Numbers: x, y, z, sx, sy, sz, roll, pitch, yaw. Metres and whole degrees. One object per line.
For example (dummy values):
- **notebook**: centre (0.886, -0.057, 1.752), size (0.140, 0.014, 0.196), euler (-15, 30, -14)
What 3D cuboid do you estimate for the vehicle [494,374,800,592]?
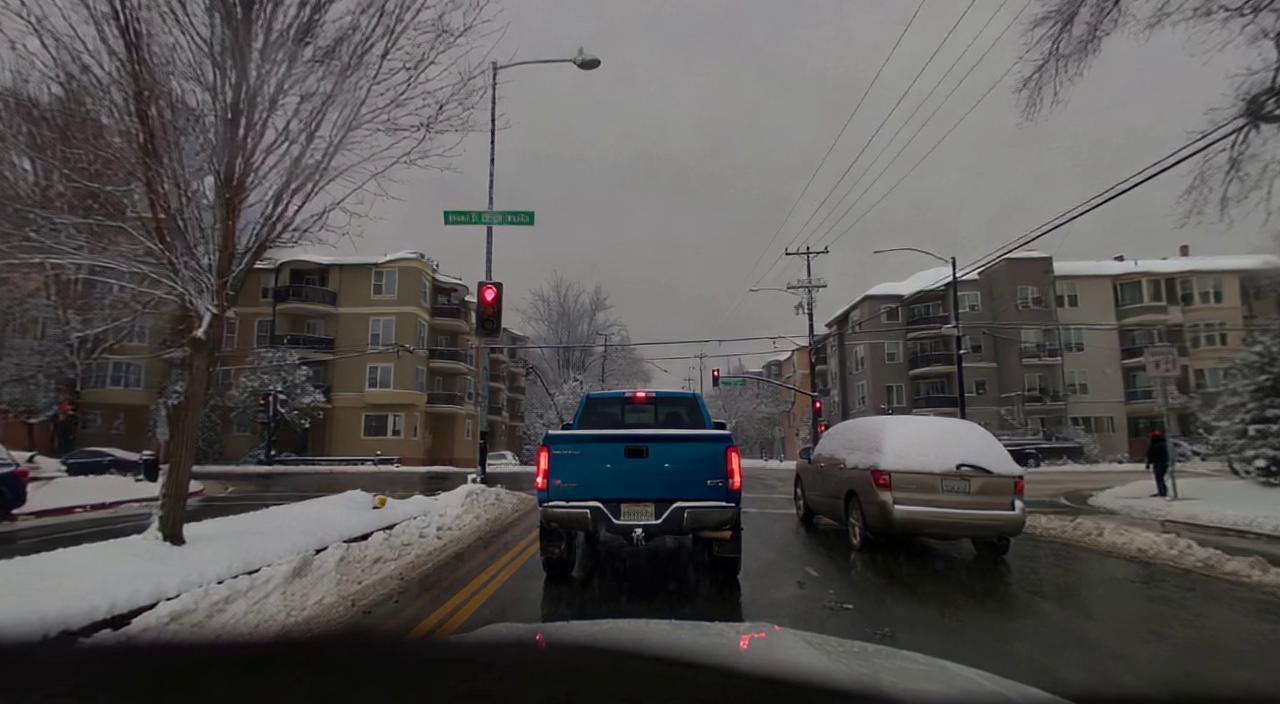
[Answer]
- **vehicle**: centre (0.096, 1.548, 8.301), size (2.738, 1.959, 5.070), euler (0, -8, 1)

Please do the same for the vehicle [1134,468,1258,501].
- **vehicle**: centre (26.379, 6.288, 30.002), size (4.071, 1.388, 1.884), euler (0, -8, 1)

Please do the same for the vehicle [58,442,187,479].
- **vehicle**: centre (-24.851, 5.193, 30.374), size (4.563, 1.692, 1.778), euler (0, -8, -1)

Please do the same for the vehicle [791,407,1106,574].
- **vehicle**: centre (3.860, 1.827, 9.146), size (2.131, 1.759, 4.762), euler (0, -8, 0)
